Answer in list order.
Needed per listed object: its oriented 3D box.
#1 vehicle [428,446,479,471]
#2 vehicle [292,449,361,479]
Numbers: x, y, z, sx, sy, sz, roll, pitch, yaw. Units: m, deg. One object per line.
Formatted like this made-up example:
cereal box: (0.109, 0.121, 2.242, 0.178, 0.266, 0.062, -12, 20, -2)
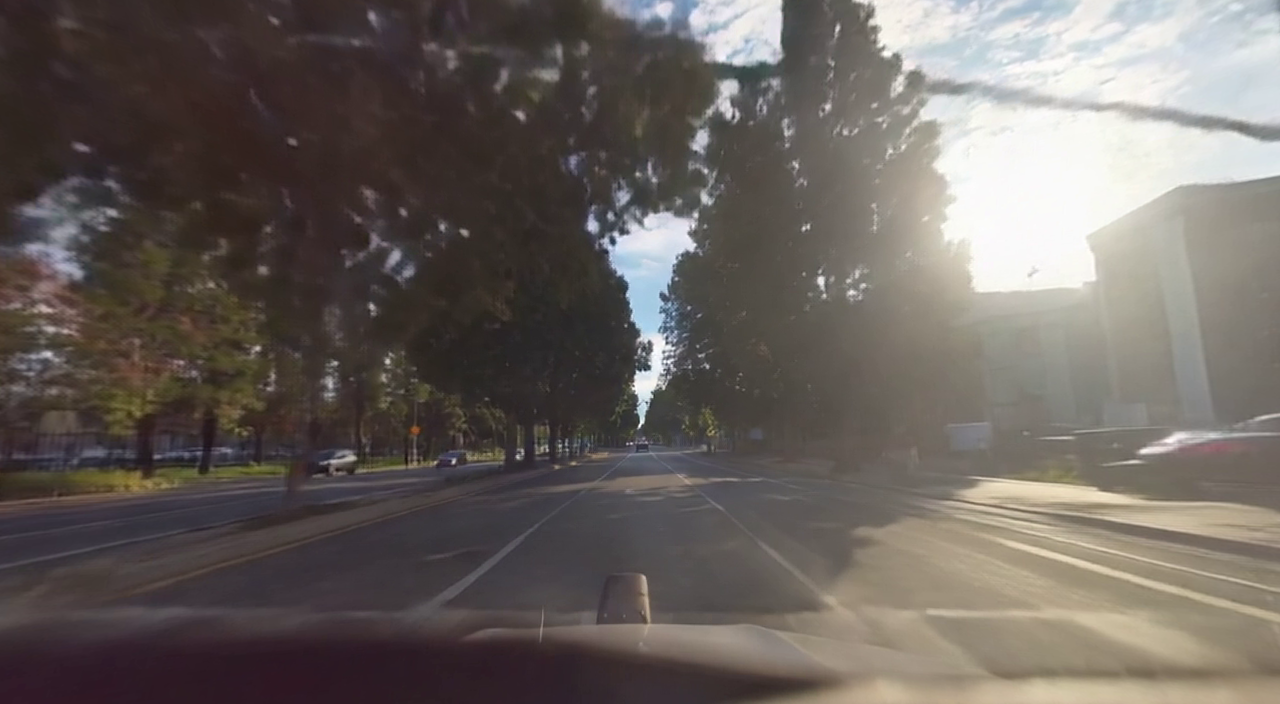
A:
vehicle: (-11.547, 6.598, 39.131, 1.712, 1.459, 4.614, -1, -8, 1)
vehicle: (-18.091, 6.456, 36.495, 1.816, 1.527, 4.226, 0, -8, 0)
